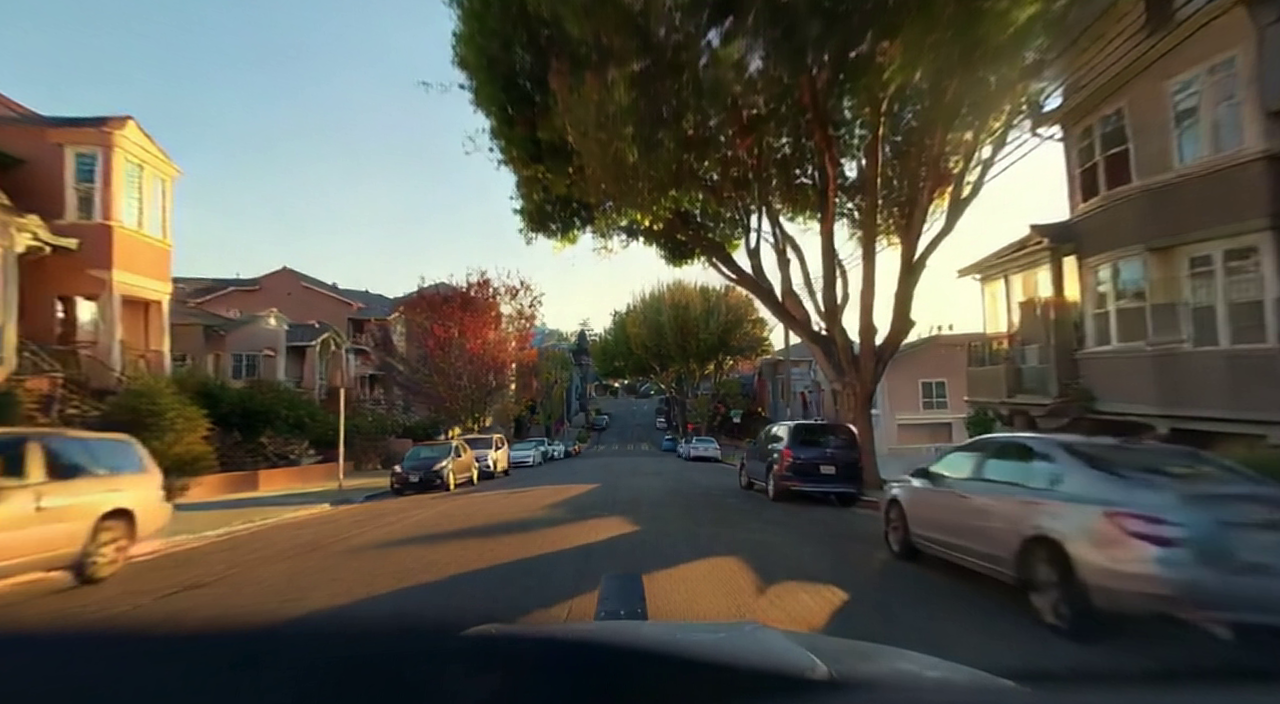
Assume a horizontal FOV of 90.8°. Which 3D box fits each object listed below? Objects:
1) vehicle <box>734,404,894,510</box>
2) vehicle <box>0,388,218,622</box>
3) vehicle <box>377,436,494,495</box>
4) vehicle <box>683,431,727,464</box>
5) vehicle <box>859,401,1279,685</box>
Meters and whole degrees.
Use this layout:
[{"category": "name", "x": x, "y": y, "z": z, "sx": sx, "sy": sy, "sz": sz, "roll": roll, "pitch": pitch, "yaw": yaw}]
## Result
[{"category": "vehicle", "x": 3.630, "y": 2.311, "z": 14.283, "sx": 2.158, "sy": 1.977, "sz": 4.750, "roll": 0, "pitch": -8, "yaw": -1}, {"category": "vehicle", "x": -5.942, "y": 1.277, "z": 5.061, "sx": 2.106, "sy": 1.760, "sz": 4.573, "roll": -4, "pitch": -9, "yaw": -2}, {"category": "vehicle", "x": -5.786, "y": 3.243, "z": 18.535, "sx": 1.998, "sy": 1.485, "sz": 4.476, "roll": 0, "pitch": -8, "yaw": -1}, {"category": "vehicle", "x": 3.695, "y": 5.516, "z": 36.622, "sx": 1.952, "sy": 1.738, "sz": 4.518, "roll": 0, "pitch": -8, "yaw": -2}, {"category": "vehicle", "x": 3.721, "y": 1.333, "z": 5.630, "sx": 1.968, "sy": 1.505, "sz": 4.368, "roll": 0, "pitch": -8, "yaw": 0}]
